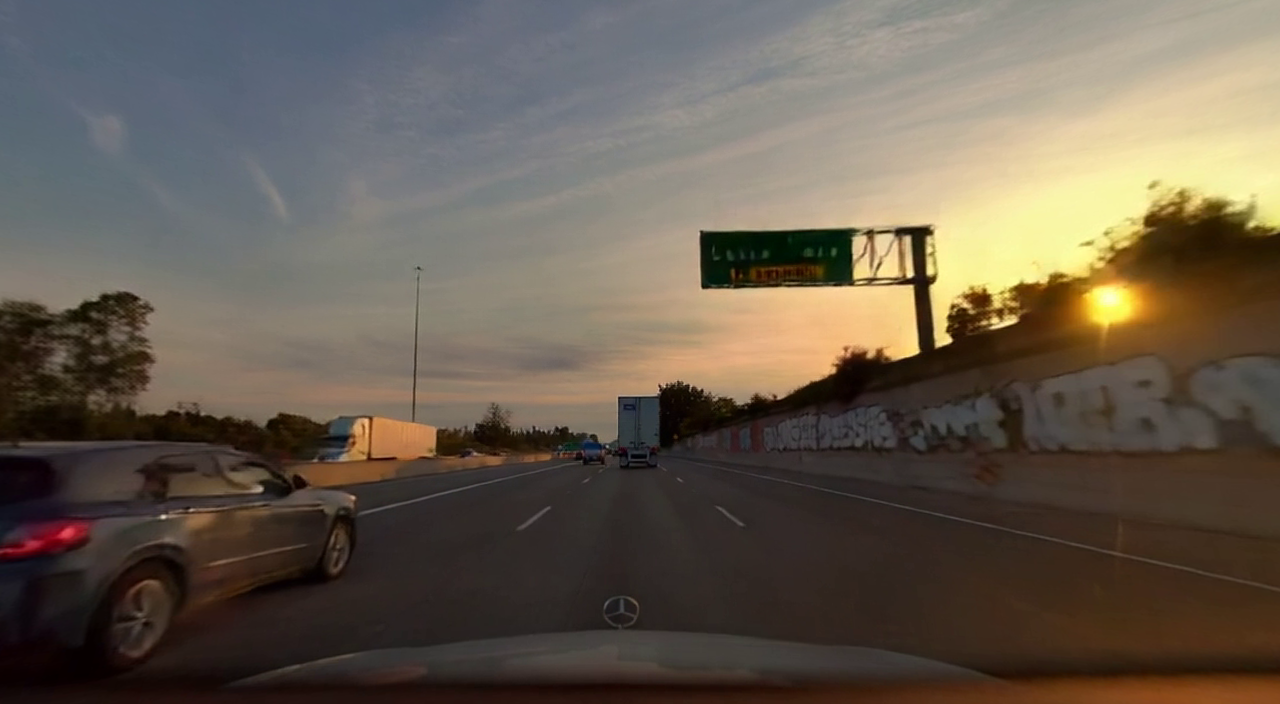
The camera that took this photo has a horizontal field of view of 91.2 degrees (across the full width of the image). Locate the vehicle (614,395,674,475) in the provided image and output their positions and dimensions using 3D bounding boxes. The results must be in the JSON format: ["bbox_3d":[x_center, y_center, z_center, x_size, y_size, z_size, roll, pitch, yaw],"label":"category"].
[{"bbox_3d":[0.032,5.077,37.453,3.042,4.023,10.832,0,-9,-2],"label":"vehicle"}]

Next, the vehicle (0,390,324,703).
[{"bbox_3d":[-3.694,1.023,3.084,2.158,1.538,4.047,0,-9,0],"label":"vehicle"}]

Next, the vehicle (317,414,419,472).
[{"bbox_3d":[-19.611,6.768,46.120,2.992,3.750,9.993,0,-9,0],"label":"vehicle"}]
